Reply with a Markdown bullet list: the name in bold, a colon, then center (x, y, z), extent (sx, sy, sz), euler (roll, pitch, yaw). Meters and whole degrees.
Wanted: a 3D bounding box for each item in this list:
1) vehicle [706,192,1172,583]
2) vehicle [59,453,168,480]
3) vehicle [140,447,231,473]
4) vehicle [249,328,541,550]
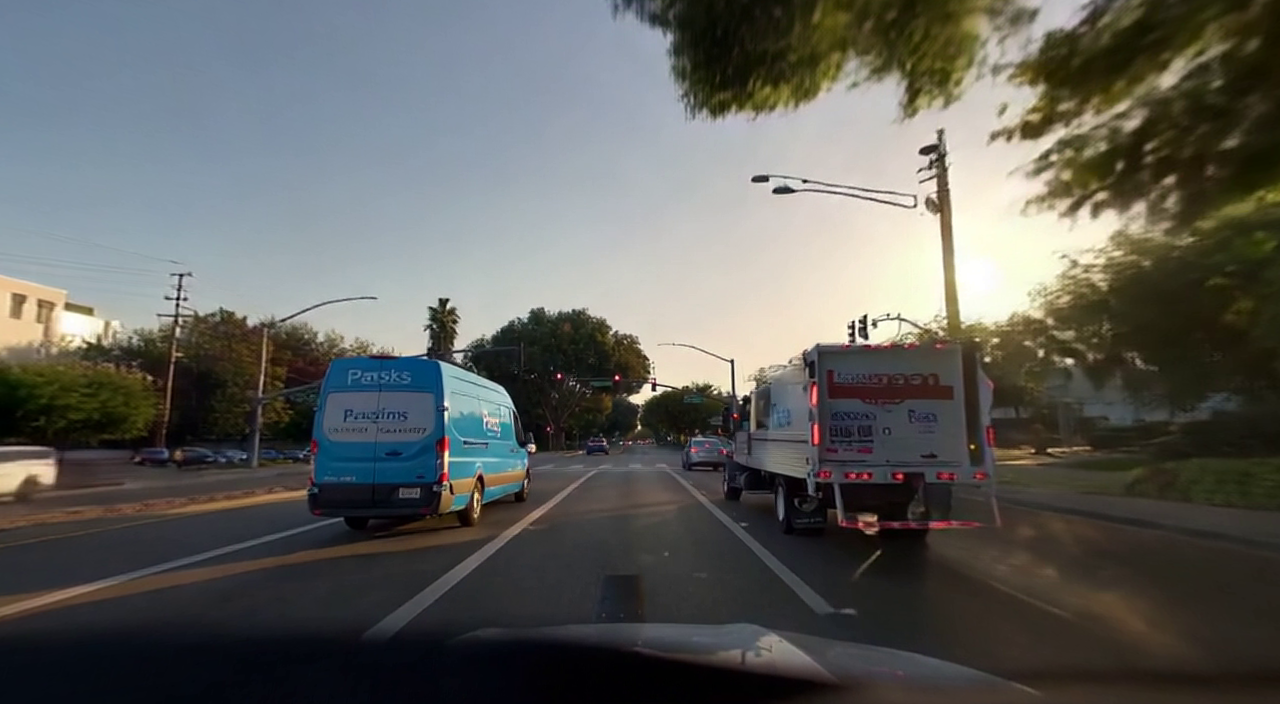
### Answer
- **vehicle**: center (3.113, 0.977, 10.576), extent (2.861, 3.525, 9.858), euler (0, -9, -1)
- **vehicle**: center (-31.131, 6.764, 37.523), extent (4.535, 1.467, 2.021), euler (4, -9, -27)
- **vehicle**: center (-31.092, 7.405, 43.381), extent (4.811, 1.675, 1.875), euler (5, -10, -30)
- **vehicle**: center (-3.592, 1.567, 11.272), extent (2.443, 2.784, 6.493), euler (0, -9, 1)
